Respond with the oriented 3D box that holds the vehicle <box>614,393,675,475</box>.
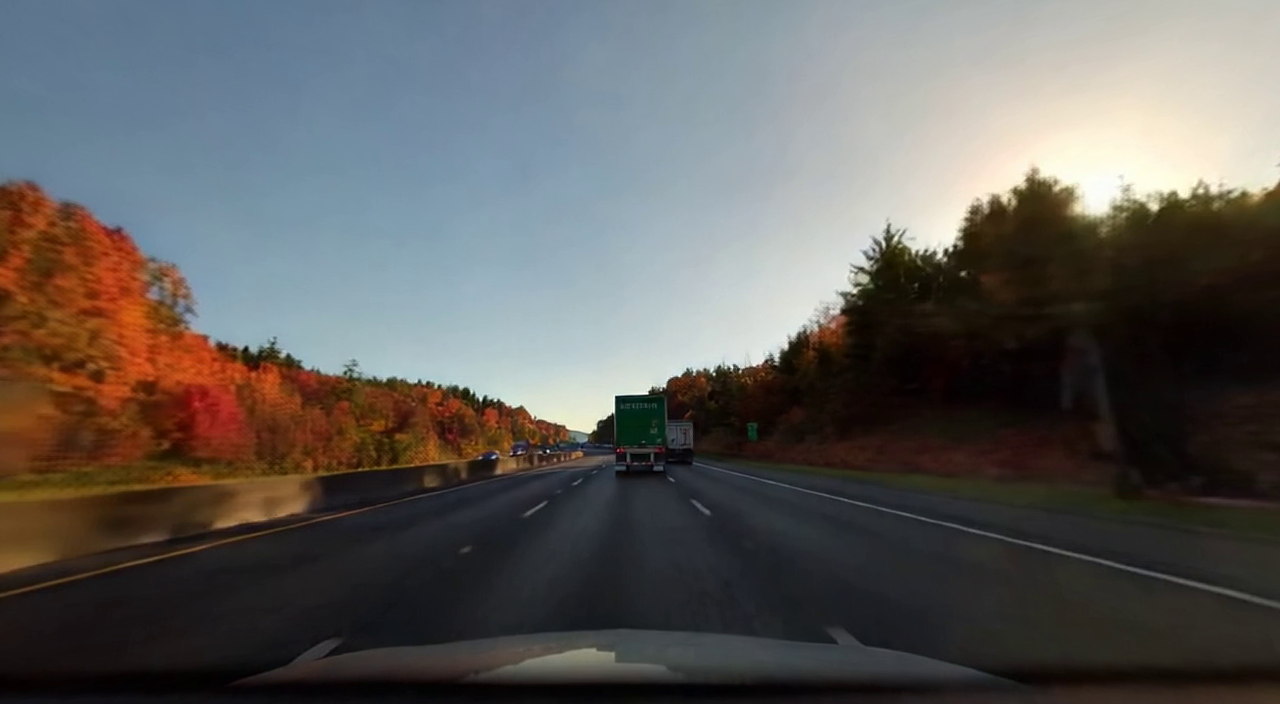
[{"bbox_3d":[0.203,4.957,37.006,3.057,4.073,10.792,0,-9,0],"label":"vehicle"}]
